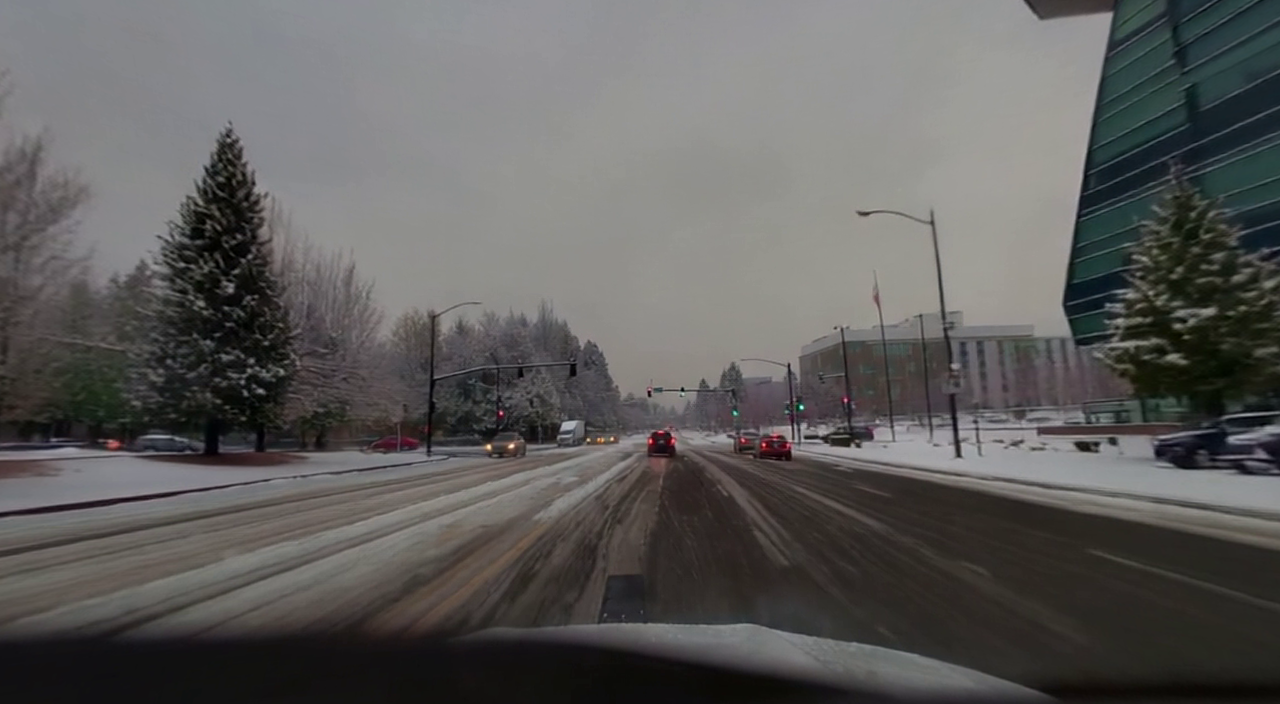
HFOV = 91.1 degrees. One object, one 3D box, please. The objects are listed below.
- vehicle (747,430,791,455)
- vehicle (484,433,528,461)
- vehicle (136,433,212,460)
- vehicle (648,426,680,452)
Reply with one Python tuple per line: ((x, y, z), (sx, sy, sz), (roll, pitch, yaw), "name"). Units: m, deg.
((7.917, 5.631, 38.846), (1.896, 1.463, 4.296), (0, -8, 1), "vehicle")
((-8.395, 6.007, 39.737), (2.016, 1.677, 4.147), (0, -8, -3), "vehicle")
((-30.914, 6.313, 41.791), (1.871, 1.703, 4.093), (-1, -9, 0), "vehicle")
((1.679, 6.440, 46.193), (2.203, 1.801, 4.331), (0, -8, 0), "vehicle")
